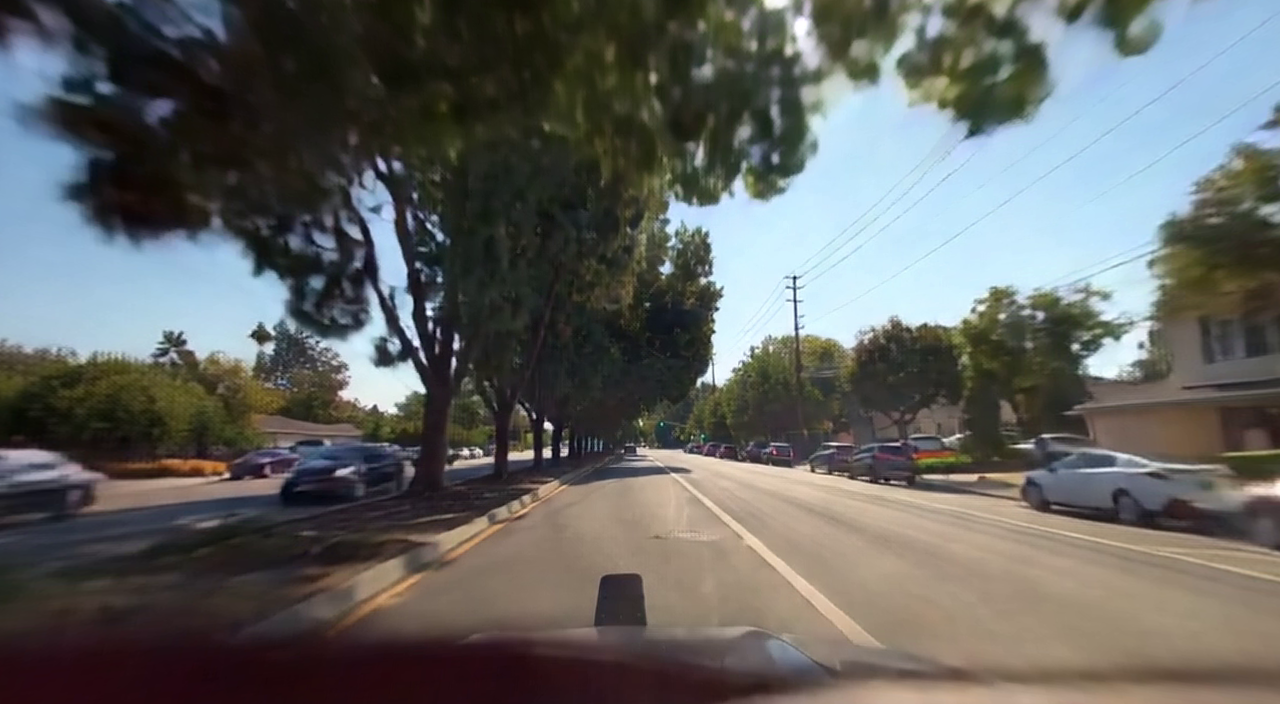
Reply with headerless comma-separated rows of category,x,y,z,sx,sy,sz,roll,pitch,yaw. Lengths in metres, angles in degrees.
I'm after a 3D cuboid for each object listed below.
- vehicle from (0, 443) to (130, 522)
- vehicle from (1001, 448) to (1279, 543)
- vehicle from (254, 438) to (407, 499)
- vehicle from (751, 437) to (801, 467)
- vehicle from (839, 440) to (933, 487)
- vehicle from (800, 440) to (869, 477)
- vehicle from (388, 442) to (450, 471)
vehicle,-12.608,2.506,12.343,1.769,1.418,4.173,0,-8,0
vehicle,9.534,2.659,12.506,1.918,1.454,4.683,0,-8,-1
vehicle,-8.571,3.239,18.094,1.979,1.484,4.711,0,-8,1
vehicle,9.604,7.093,45.074,2.209,1.982,5.787,0,-8,0
vehicle,9.689,4.410,25.322,1.885,1.685,4.430,0,-8,-2
vehicle,9.567,5.244,31.407,1.949,1.698,4.351,0,-8,-1
vehicle,-12.277,5.831,35.444,1.874,1.475,4.453,0,-8,0
